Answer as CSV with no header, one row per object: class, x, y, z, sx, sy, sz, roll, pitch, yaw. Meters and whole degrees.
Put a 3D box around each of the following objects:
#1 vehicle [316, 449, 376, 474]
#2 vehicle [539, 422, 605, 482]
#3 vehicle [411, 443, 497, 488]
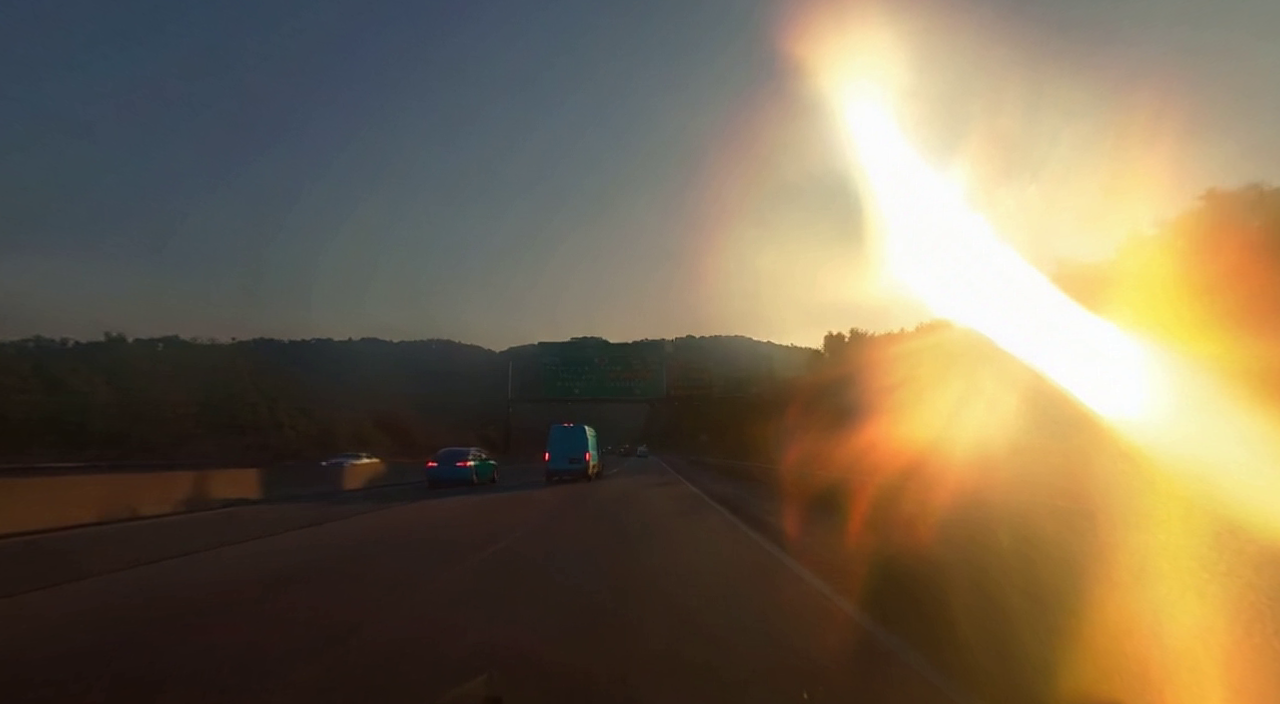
vehicle,-19.560,7.306,42.188,1.860,1.533,4.386,0,-9,1
vehicle,-3.102,4.795,30.348,2.437,2.565,5.829,0,-9,1
vehicle,-7.502,4.603,25.929,2.164,1.664,4.252,0,-9,1
